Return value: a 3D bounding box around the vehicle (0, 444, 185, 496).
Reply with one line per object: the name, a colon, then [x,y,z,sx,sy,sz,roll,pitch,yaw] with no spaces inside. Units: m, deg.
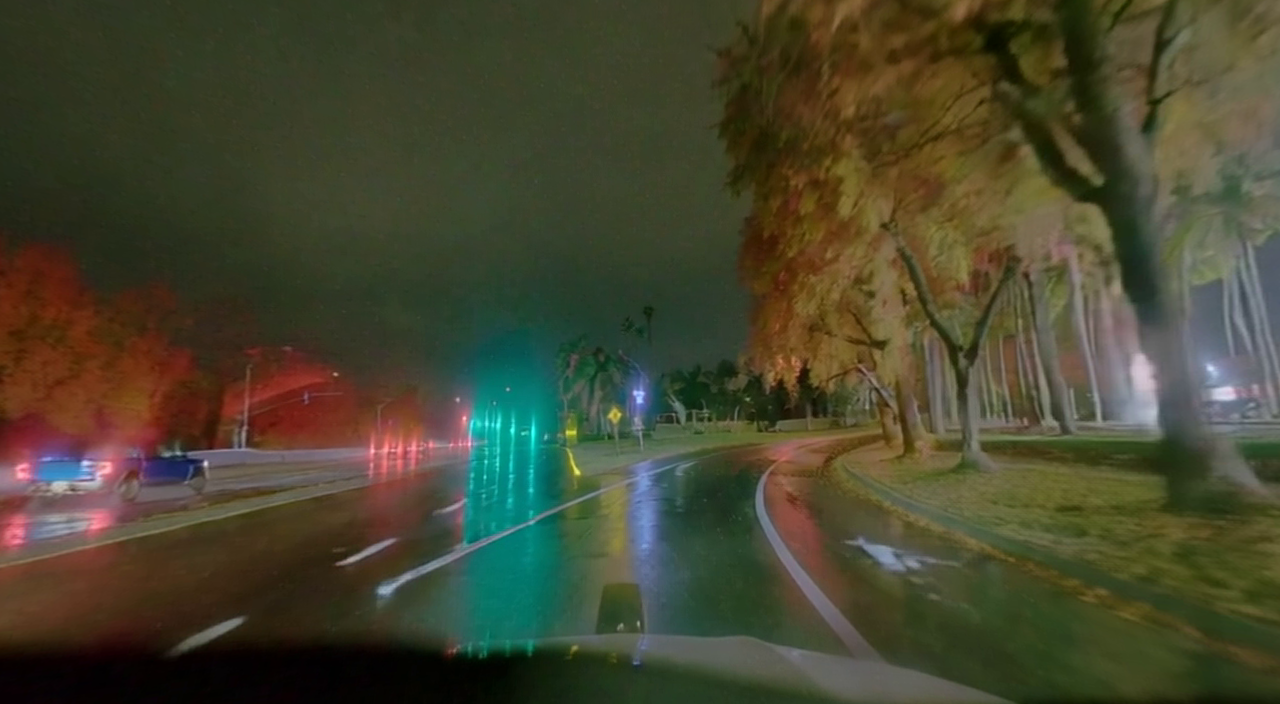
vehicle: [-27.081,5.756,31.623,2.819,2.204,8.236,1,-8,-5]
